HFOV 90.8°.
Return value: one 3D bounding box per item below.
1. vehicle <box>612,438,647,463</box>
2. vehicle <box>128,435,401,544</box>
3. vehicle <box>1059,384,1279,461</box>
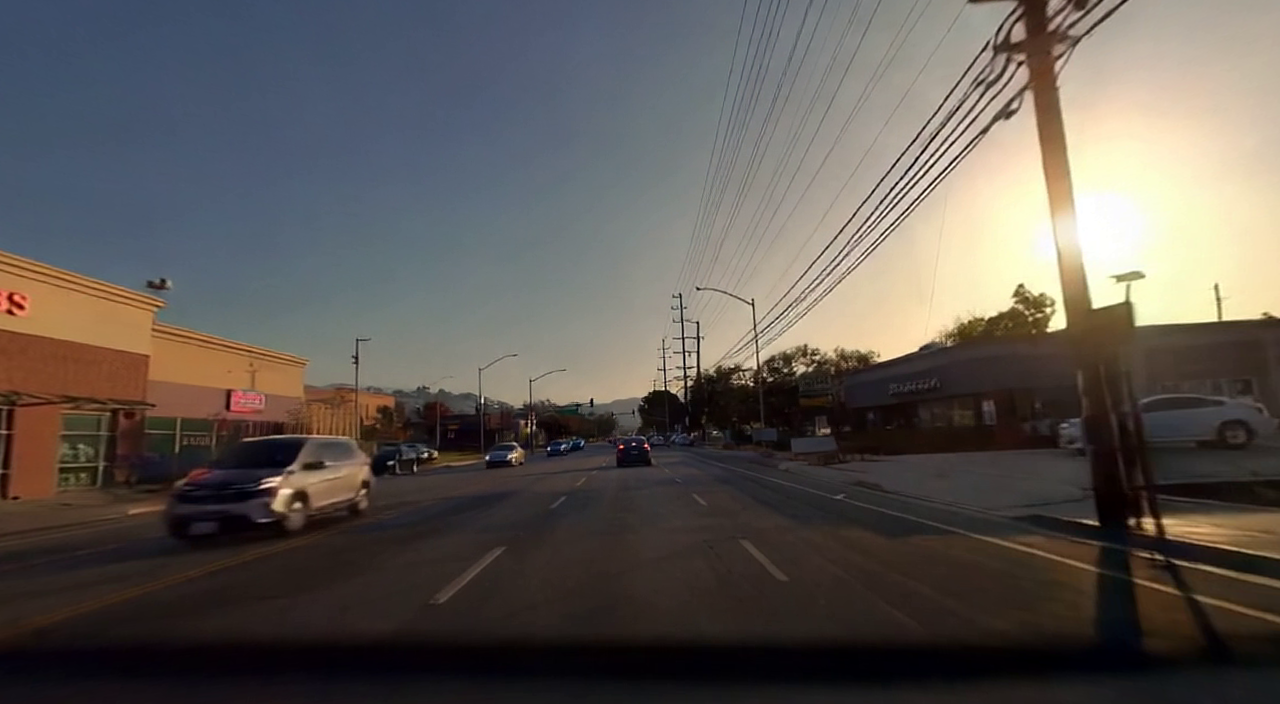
[{"bbox_3d":[-0.618,6.309,40.622,2.097,1.472,4.544,0,-8,0],"label":"vehicle"},{"bbox_3d":[-6.231,2.299,11.380,1.987,1.515,4.789,0,-8,0],"label":"vehicle"},{"bbox_3d":[13.566,1.763,15.651,4.836,1.750,2.079,0,-8,-1],"label":"vehicle"}]
